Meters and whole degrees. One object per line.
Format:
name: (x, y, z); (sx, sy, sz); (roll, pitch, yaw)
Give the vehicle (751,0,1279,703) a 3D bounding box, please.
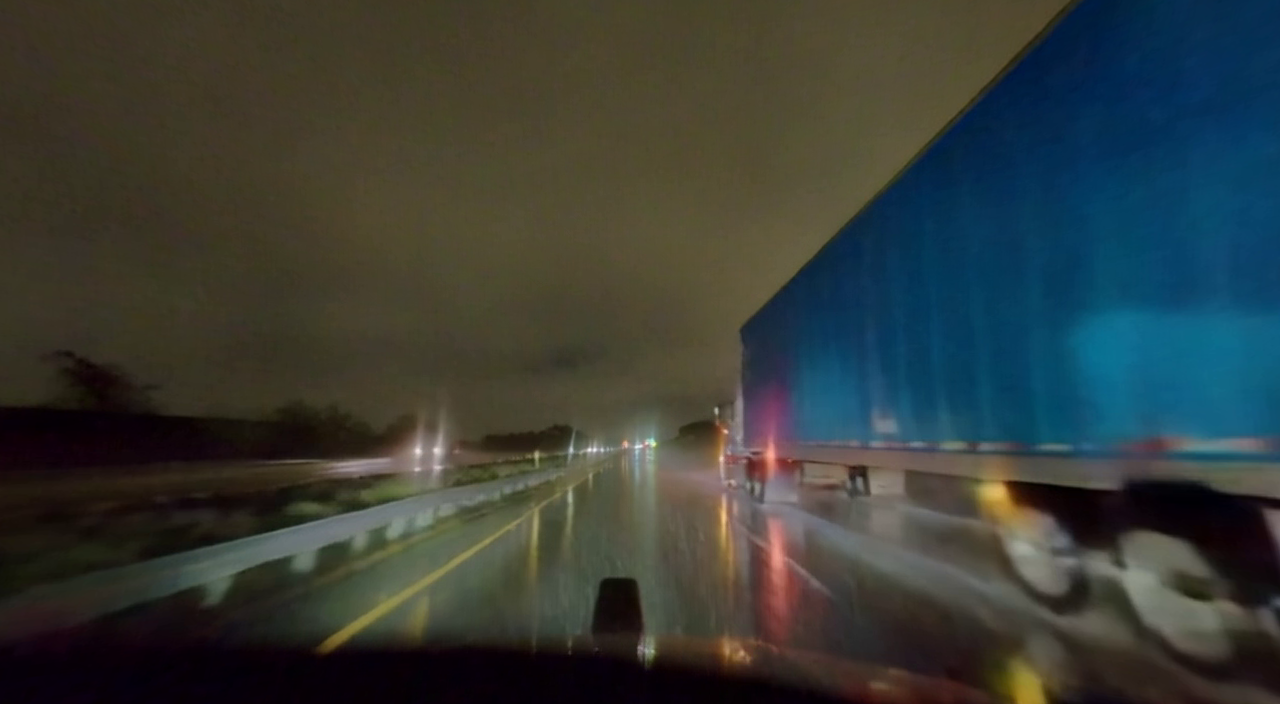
vehicle: (4.064, 0.305, 7.075); (2.922, 3.905, 14.151); (0, -9, 0)
